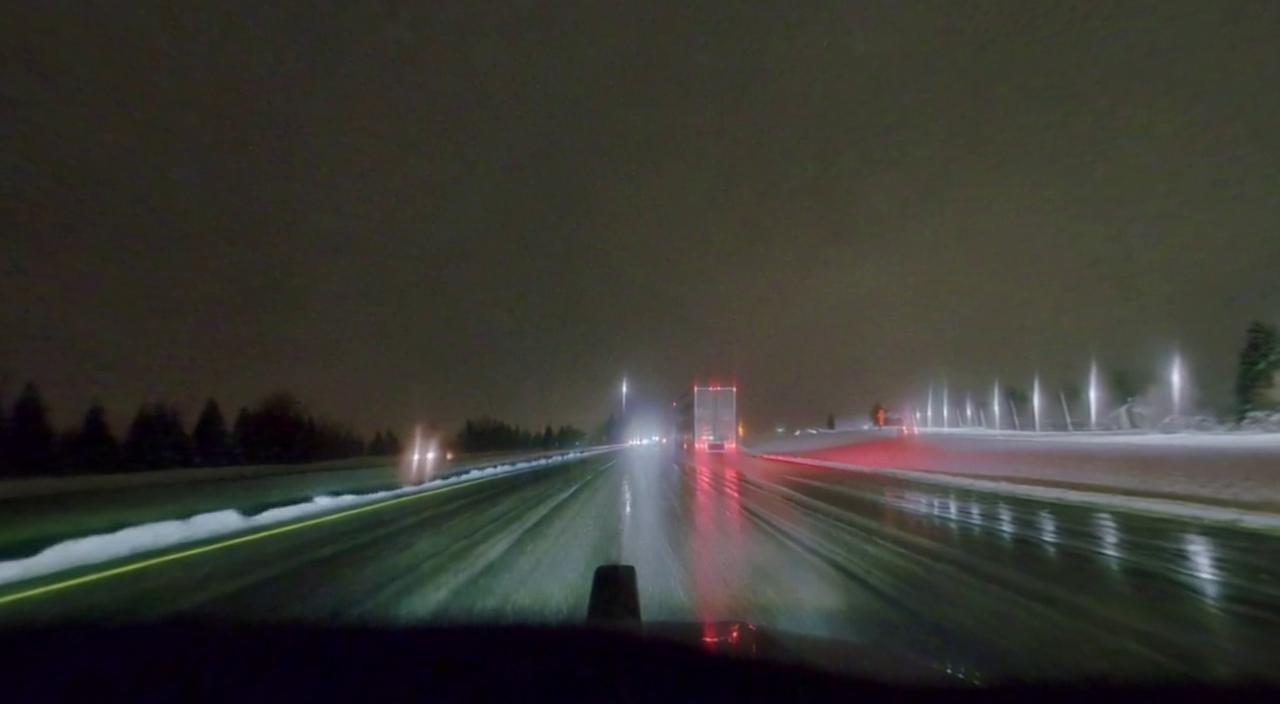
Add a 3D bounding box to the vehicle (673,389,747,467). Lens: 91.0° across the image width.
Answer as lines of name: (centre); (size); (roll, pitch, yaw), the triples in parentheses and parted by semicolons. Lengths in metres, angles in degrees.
vehicle: (4.097, 5.049, 40.783); (2.960, 4.099, 14.097); (0, -8, -1)
